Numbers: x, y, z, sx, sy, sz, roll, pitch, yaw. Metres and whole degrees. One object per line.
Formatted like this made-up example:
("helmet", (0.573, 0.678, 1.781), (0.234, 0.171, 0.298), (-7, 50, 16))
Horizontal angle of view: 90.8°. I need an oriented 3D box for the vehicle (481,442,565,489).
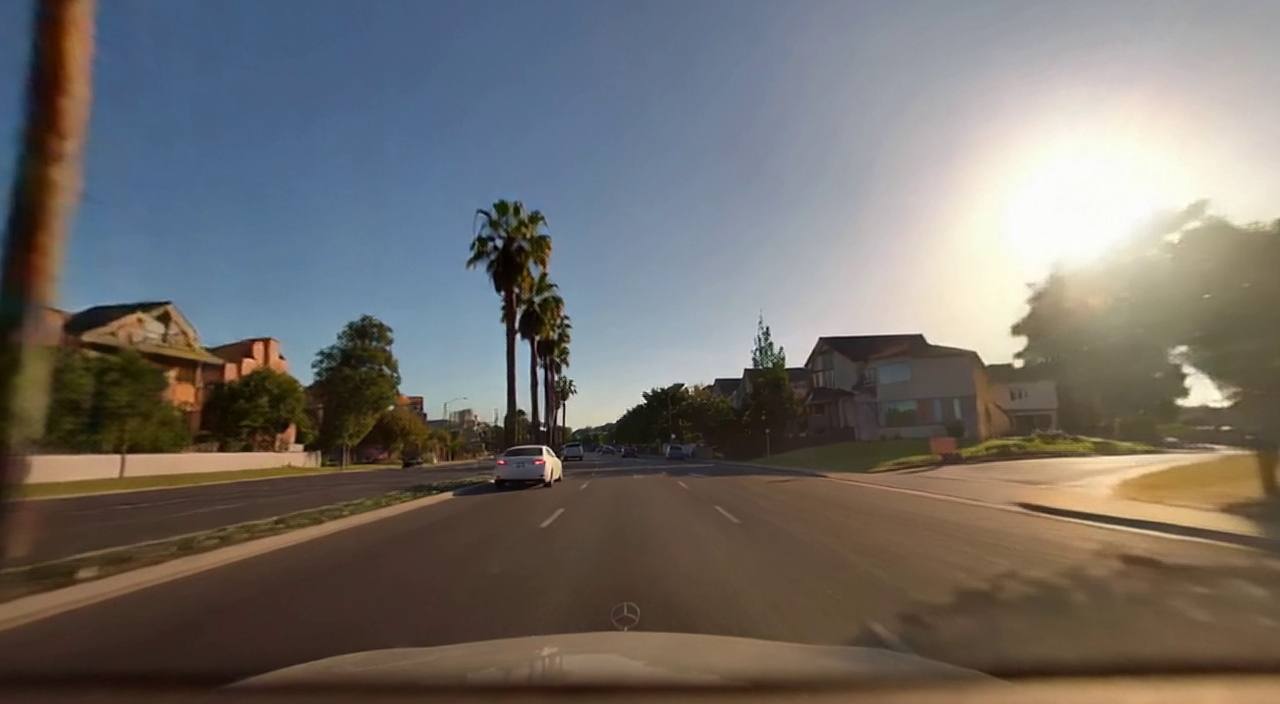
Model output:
("vehicle", (-3.944, 3.941, 22.198), (2.108, 1.475, 4.555), (0, -9, 0))
